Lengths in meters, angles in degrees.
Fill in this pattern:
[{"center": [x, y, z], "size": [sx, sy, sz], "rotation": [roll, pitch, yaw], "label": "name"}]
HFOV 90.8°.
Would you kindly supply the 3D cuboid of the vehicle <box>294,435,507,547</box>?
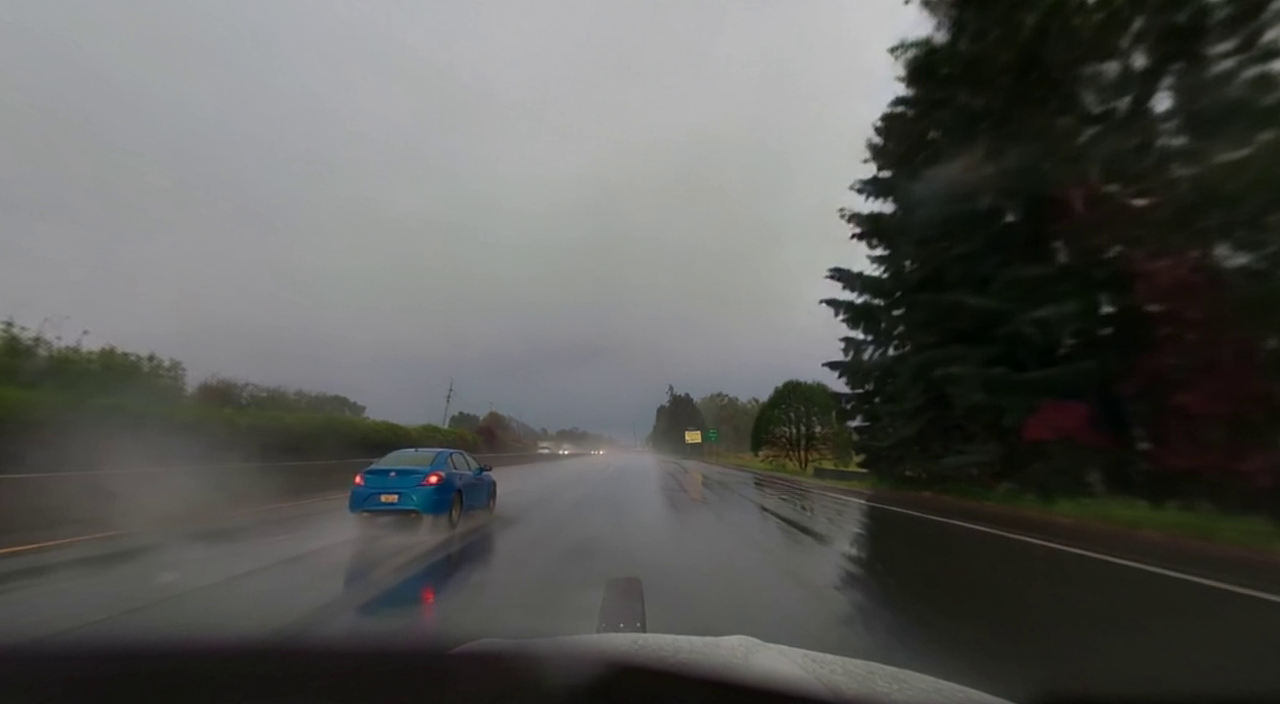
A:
[{"center": [-3.766, 2.246, 10.816], "size": [2.121, 1.537, 3.852], "rotation": [0, -9, 0], "label": "vehicle"}]
